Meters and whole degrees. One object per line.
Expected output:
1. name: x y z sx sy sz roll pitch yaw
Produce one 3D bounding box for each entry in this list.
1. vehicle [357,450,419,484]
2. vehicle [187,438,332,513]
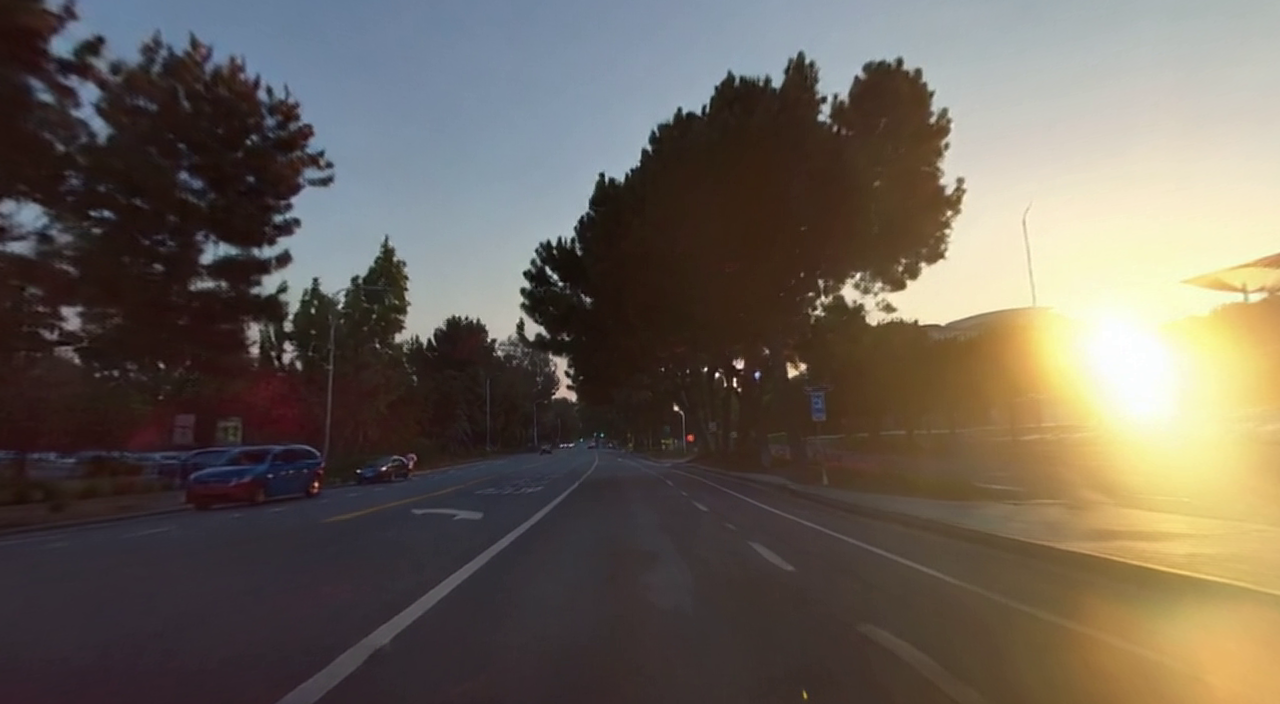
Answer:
1. vehicle: -14.437 6.629 36.476 2.090 1.680 4.434 -2 -10 -5
2. vehicle: -13.284 4.260 22.587 2.314 2.144 5.403 -3 -8 -6
